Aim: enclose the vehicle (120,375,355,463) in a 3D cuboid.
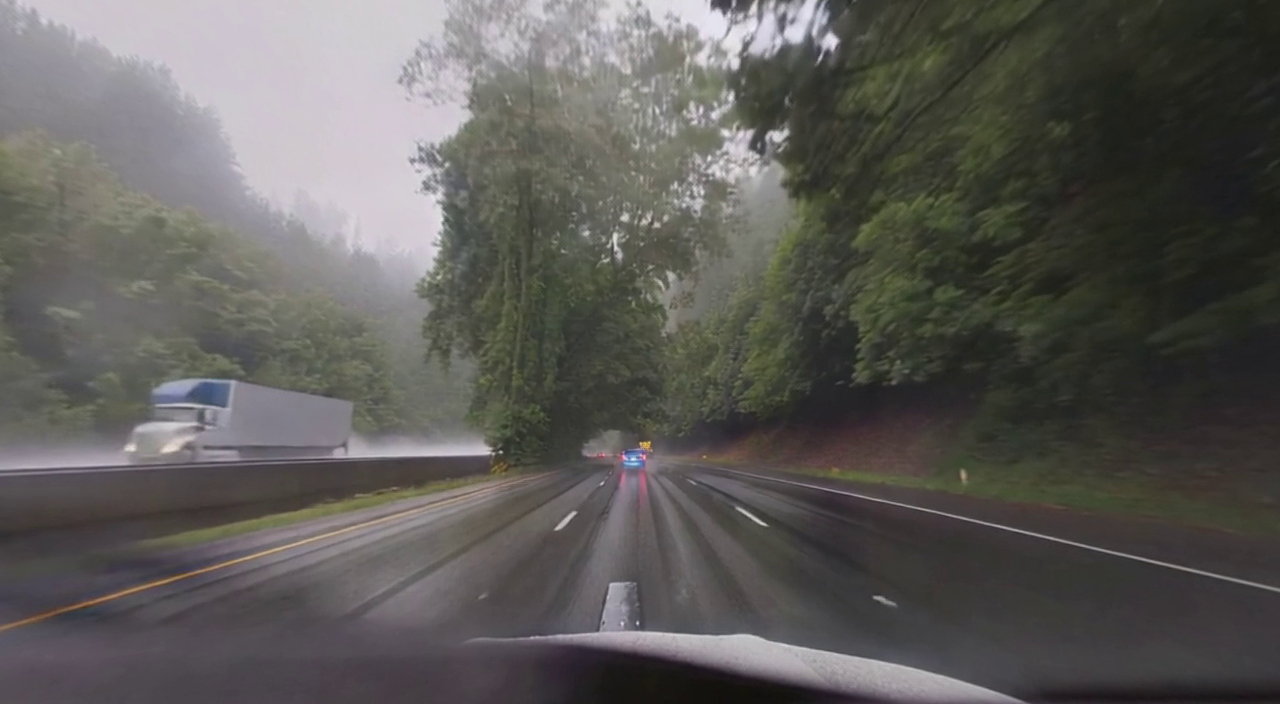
[{"bbox_3d":[-22.662,4.430,38.055,3.487,4.111,16.787,0,-9,-1],"label":"vehicle"}]
